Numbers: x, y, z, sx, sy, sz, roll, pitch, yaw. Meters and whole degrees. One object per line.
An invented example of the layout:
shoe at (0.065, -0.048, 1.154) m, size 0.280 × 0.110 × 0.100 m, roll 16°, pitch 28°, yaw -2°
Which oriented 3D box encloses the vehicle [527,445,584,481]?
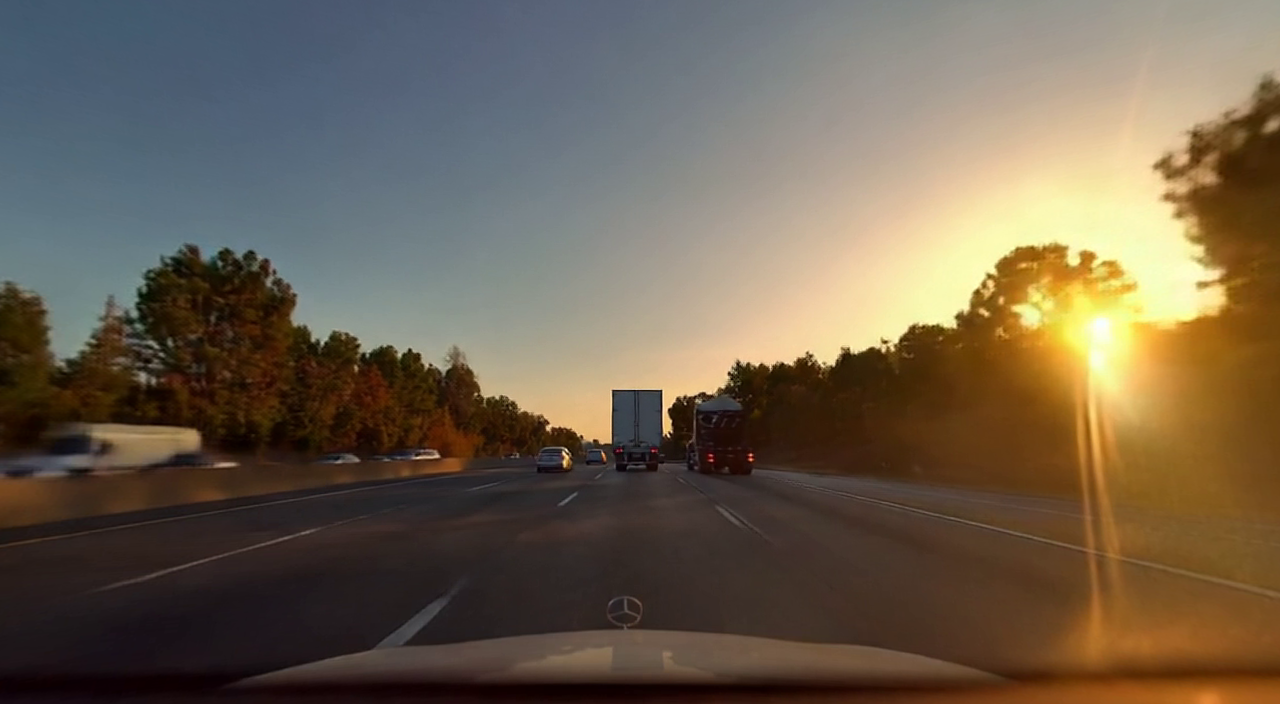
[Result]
vehicle at (-3.848, 5.123, 29.386) m, size 2.061 × 1.555 × 3.900 m, roll 0°, pitch -9°, yaw 0°

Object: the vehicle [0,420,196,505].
vehicle at (-19.077, 3.754, 21.878) m, size 2.232 × 2.446 × 6.951 m, roll 0°, pitch -9°, yaw 0°

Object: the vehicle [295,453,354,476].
vehicle at (-22.505, 8.049, 45.151) m, size 1.905 × 1.516 × 4.417 m, roll 0°, pitch -9°, yaw 0°

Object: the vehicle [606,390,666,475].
vehicle at (-0.294, 4.793, 36.298) m, size 2.875 × 4.056 × 12.312 m, roll 0°, pitch -9°, yaw -1°

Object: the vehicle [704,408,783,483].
vehicle at (4.252, 3.955, 26.658) m, size 2.565 × 2.902 × 3.798 m, roll 0°, pitch -9°, yaw -1°

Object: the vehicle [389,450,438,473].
vehicle at (-15.460, 7.455, 43.217) m, size 1.809 × 1.473 × 4.083 m, roll 0°, pitch -9°, yaw 0°

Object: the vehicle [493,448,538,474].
vehicle at (-7.612, 6.682, 38.890) m, size 1.926 × 1.482 × 3.959 m, roll 0°, pitch -9°, yaw 1°
